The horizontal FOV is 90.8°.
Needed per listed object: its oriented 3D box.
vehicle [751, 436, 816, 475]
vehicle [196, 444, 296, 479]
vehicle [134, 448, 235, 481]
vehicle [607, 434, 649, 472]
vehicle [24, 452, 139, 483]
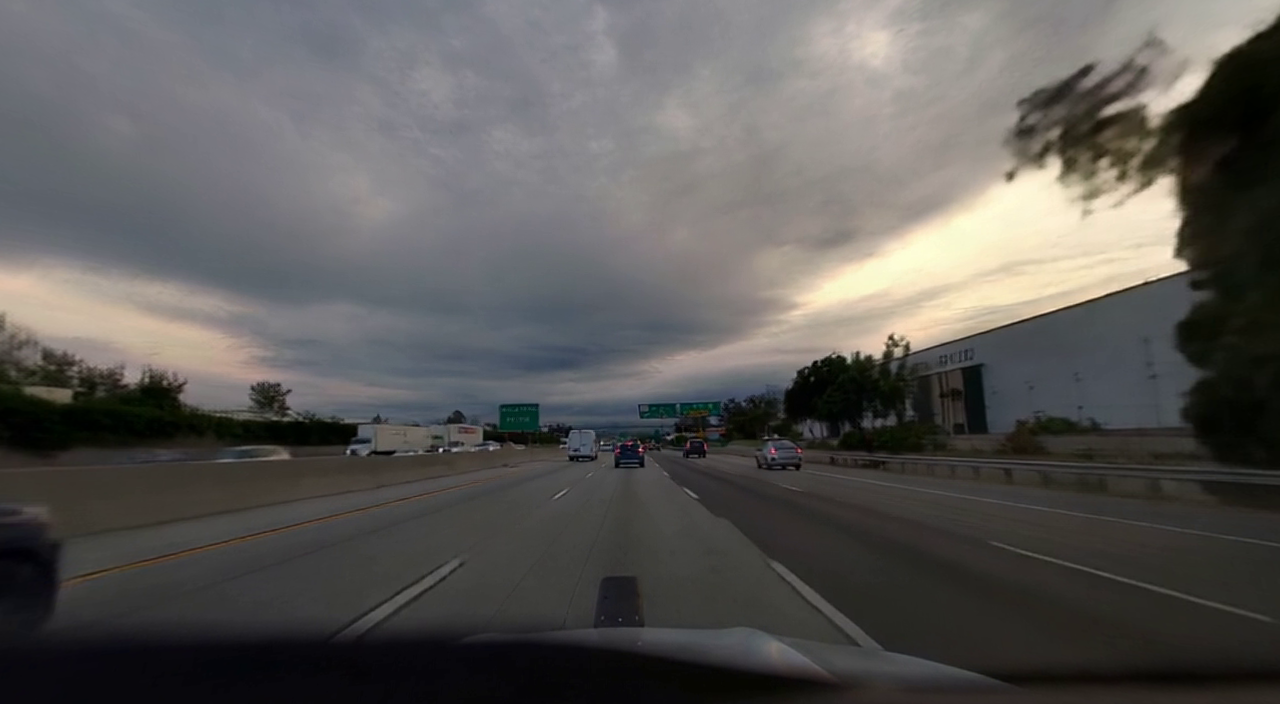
[{"bbox_3d":[6.626,4.830,29.669,1.944,1.666,4.184,0,-9,-1],"label":"vehicle"},{"bbox_3d":[-17.740,4.931,28.691,2.157,1.460,3.702,0,-9,-1],"label":"vehicle"},{"bbox_3d":[-21.345,5.267,29.826,1.869,1.447,3.941,0,-9,-1],"label":"vehicle"},{"bbox_3d":[-0.597,5.164,32.489,2.002,1.759,4.658,0,-9,0],"label":"vehicle"},{"bbox_3d":[-28.945,5.965,32.982,1.833,1.469,4.643,0,-9,-1],"label":"vehicle"}]
